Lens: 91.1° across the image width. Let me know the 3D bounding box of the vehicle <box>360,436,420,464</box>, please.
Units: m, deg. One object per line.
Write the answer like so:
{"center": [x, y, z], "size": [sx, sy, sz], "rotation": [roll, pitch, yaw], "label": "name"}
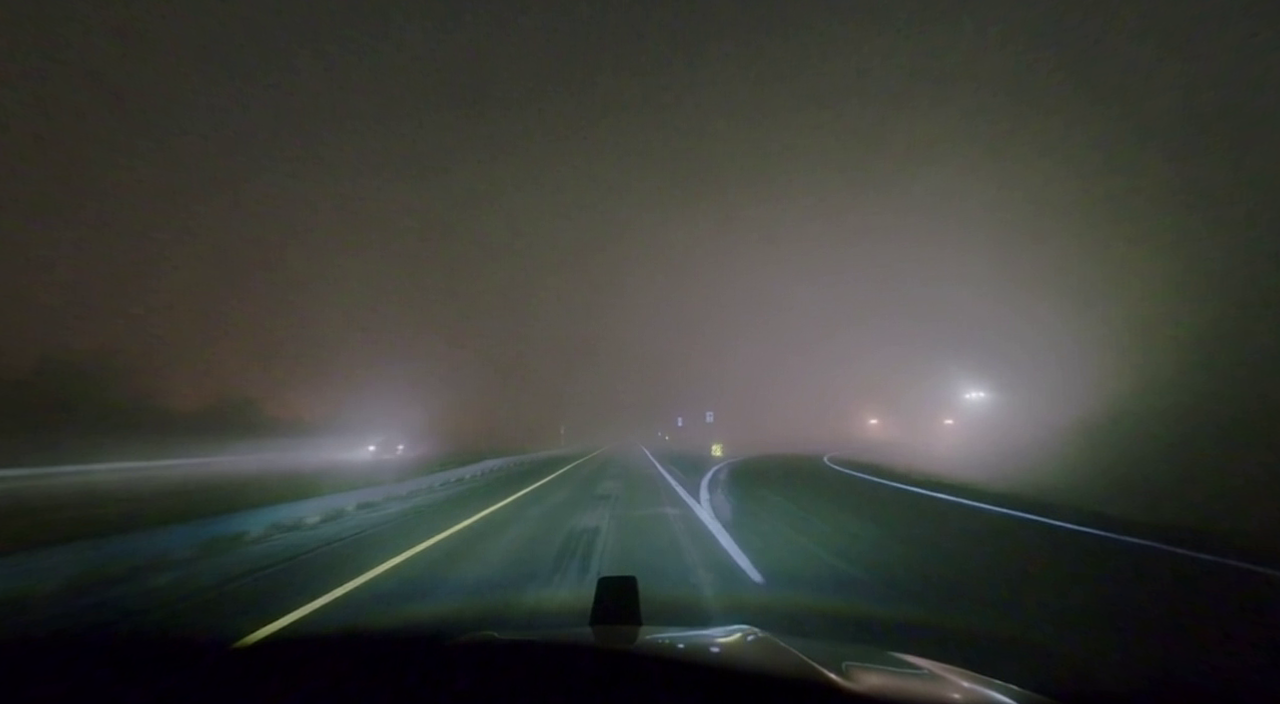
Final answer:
{"center": [-17.599, 6.895, 44.568], "size": [2.126, 1.840, 5.293], "rotation": [0, -8, 0], "label": "vehicle"}
